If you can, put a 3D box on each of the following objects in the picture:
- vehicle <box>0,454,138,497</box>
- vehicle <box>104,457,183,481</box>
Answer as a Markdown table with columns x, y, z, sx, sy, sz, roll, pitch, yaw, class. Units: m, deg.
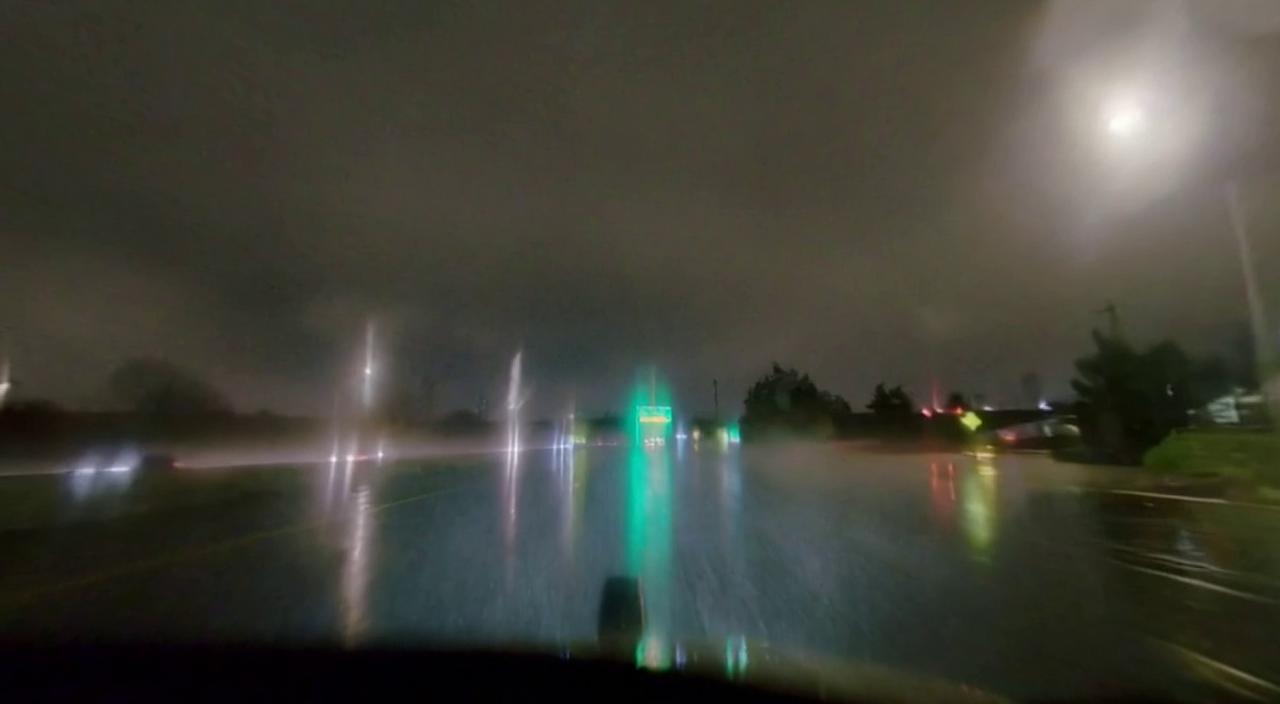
| x | y | z | sx | sy | sz | roll | pitch | yaw | class |
| --- | --- | --- | --- | --- | --- | --- | --- | --- | --- |
| -23.349 | 4.920 | 25.544 | 1.856 | 1.495 | 5.003 | 0 | -8 | 1 | vehicle |
| -37.053 | 8.757 | 47.247 | 1.925 | 1.539 | 4.981 | -1 | -8 | -2 | vehicle |
